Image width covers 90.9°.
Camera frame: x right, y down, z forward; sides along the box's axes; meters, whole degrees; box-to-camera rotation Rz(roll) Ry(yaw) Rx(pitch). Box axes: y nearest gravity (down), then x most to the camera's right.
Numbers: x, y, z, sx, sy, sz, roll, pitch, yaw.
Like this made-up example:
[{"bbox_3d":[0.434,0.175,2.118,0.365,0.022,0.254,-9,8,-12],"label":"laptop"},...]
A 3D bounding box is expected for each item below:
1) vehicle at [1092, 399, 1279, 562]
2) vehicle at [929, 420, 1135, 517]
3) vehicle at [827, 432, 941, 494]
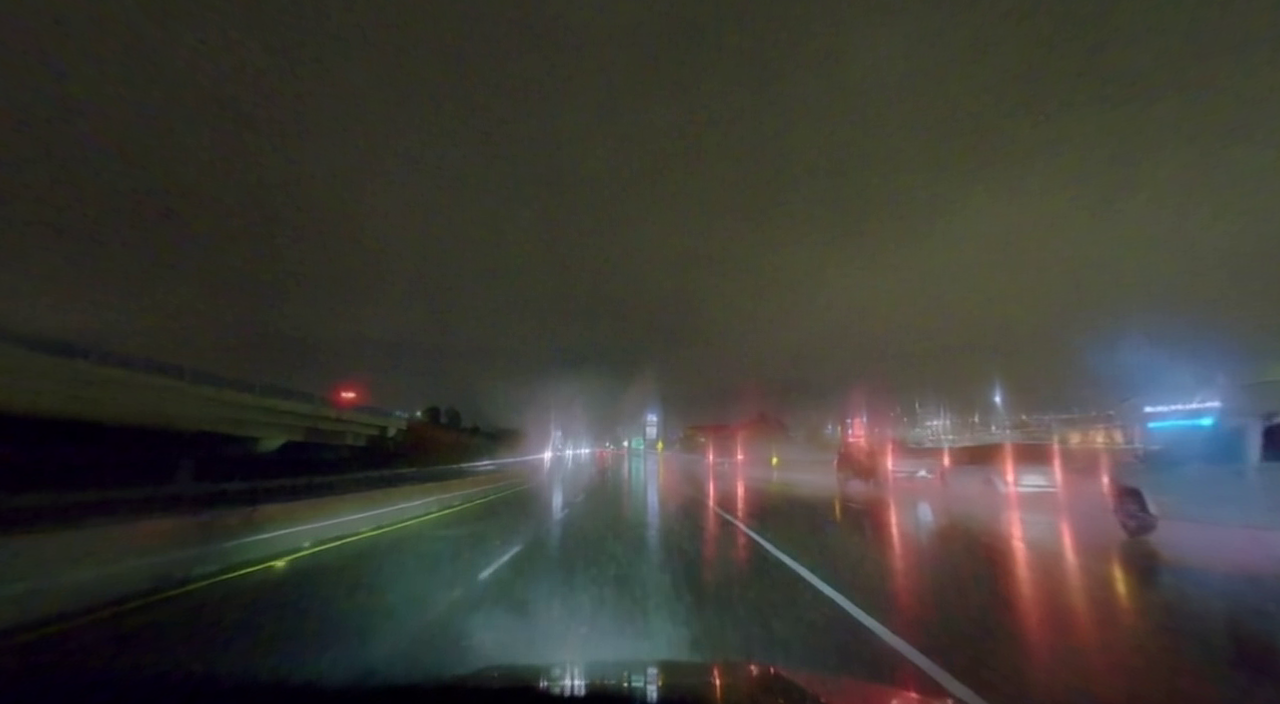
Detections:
[{"bbox_3d":[16.185,3.154,15.703,2.704,3.716,9.364,0,-9,-1],"label":"vehicle"},{"bbox_3d":[16.208,4.889,27.278,2.887,3.412,9.164,0,-9,-1],"label":"vehicle"},{"bbox_3d":[14.927,6.892,39.718,3.233,3.414,9.483,0,-9,-1],"label":"vehicle"}]
